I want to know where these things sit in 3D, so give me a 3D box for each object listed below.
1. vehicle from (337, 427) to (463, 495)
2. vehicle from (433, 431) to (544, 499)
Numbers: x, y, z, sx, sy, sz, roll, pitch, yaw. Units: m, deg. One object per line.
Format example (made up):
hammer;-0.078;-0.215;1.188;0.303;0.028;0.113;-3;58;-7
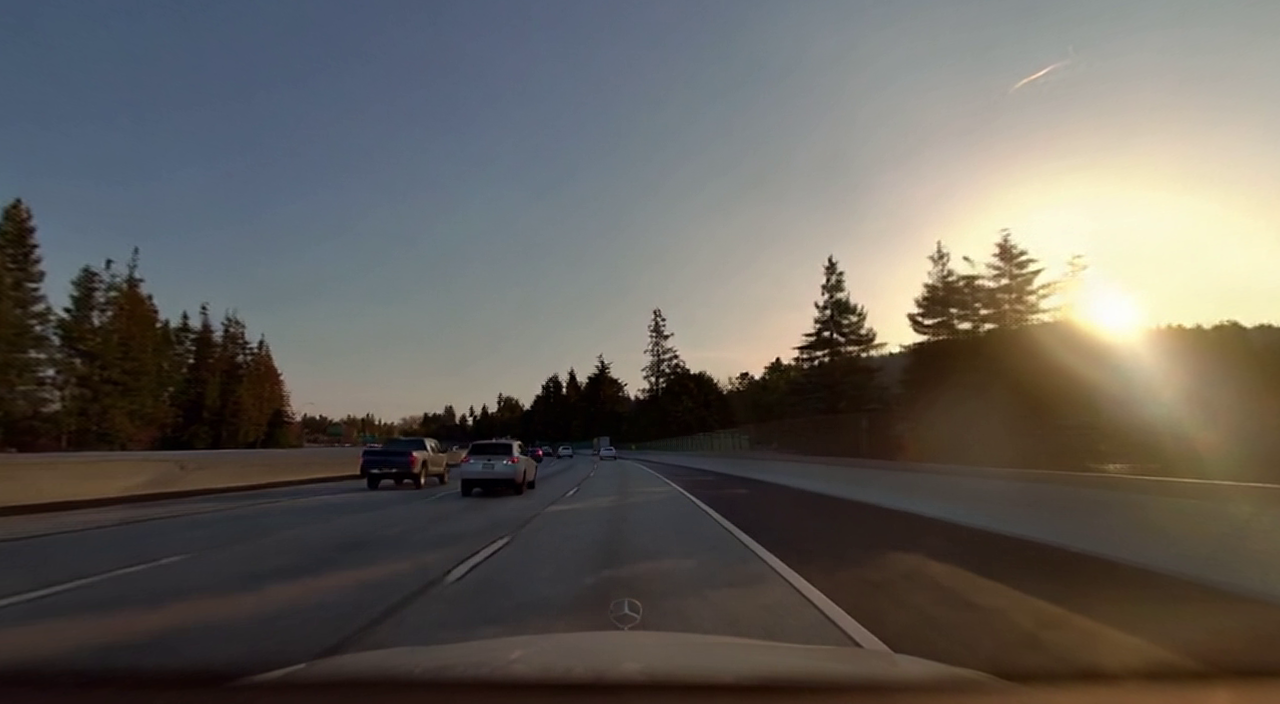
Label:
vehicle;-7.744;3.570;20.981;2.160;1.949;5.293;0;-9;-1
vehicle;-4.379;3.354;19.085;2.142;1.789;5.009;0;-9;-1
